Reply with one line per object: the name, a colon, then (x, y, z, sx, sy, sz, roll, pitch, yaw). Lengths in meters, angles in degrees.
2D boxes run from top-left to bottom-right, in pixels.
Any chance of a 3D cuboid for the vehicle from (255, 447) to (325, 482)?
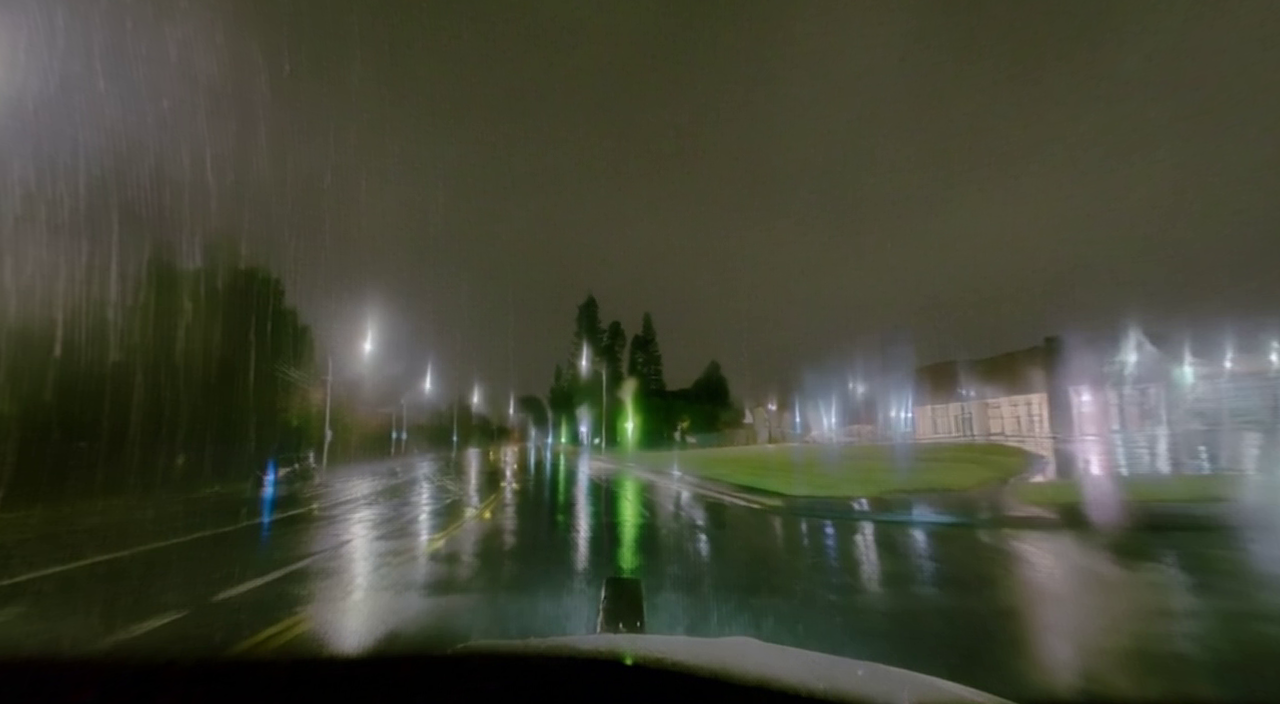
vehicle: (-18.121, 5.836, 32.817, 1.952, 1.632, 4.200, 1, -10, -11)
